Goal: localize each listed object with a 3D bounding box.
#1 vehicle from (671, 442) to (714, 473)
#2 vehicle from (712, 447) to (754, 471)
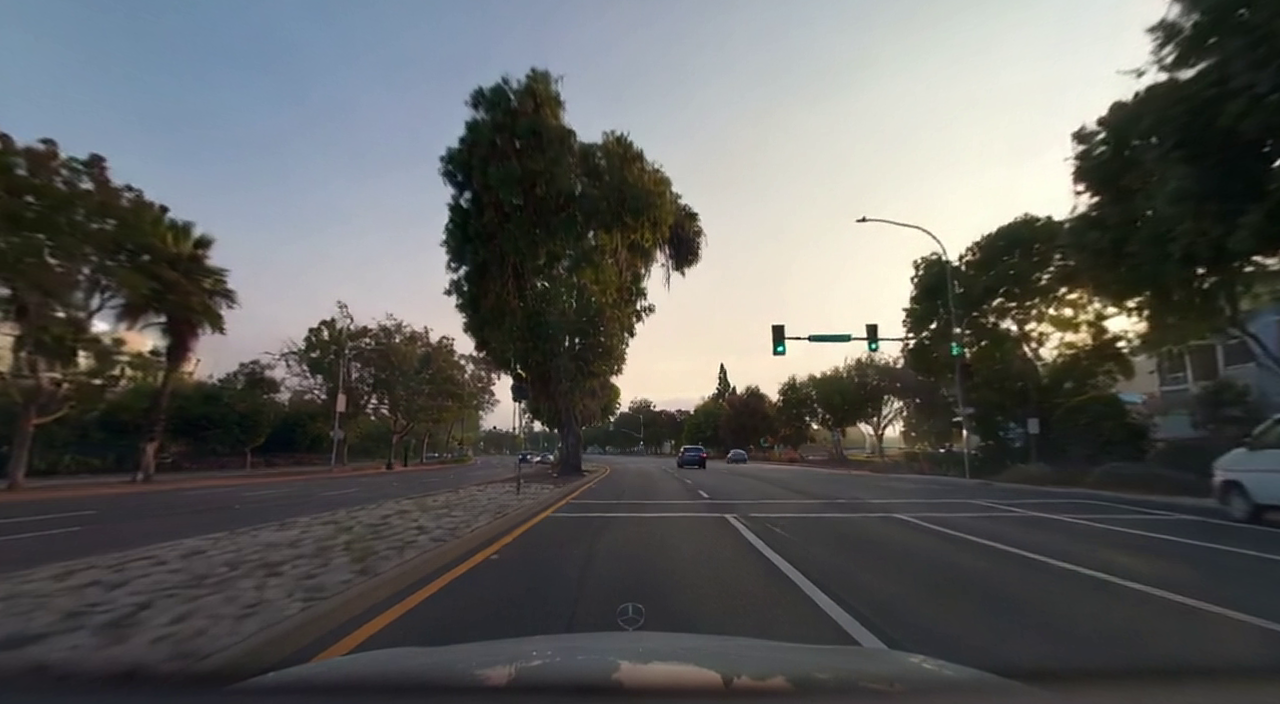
[{"bbox_3d":[3.286,6.687,40.191,2.046,1.818,4.603,0,-9,-4],"label":"vehicle"},{"bbox_3d":[6.513,7.587,44.814,1.969,1.522,4.609,0,-9,-4],"label":"vehicle"}]
